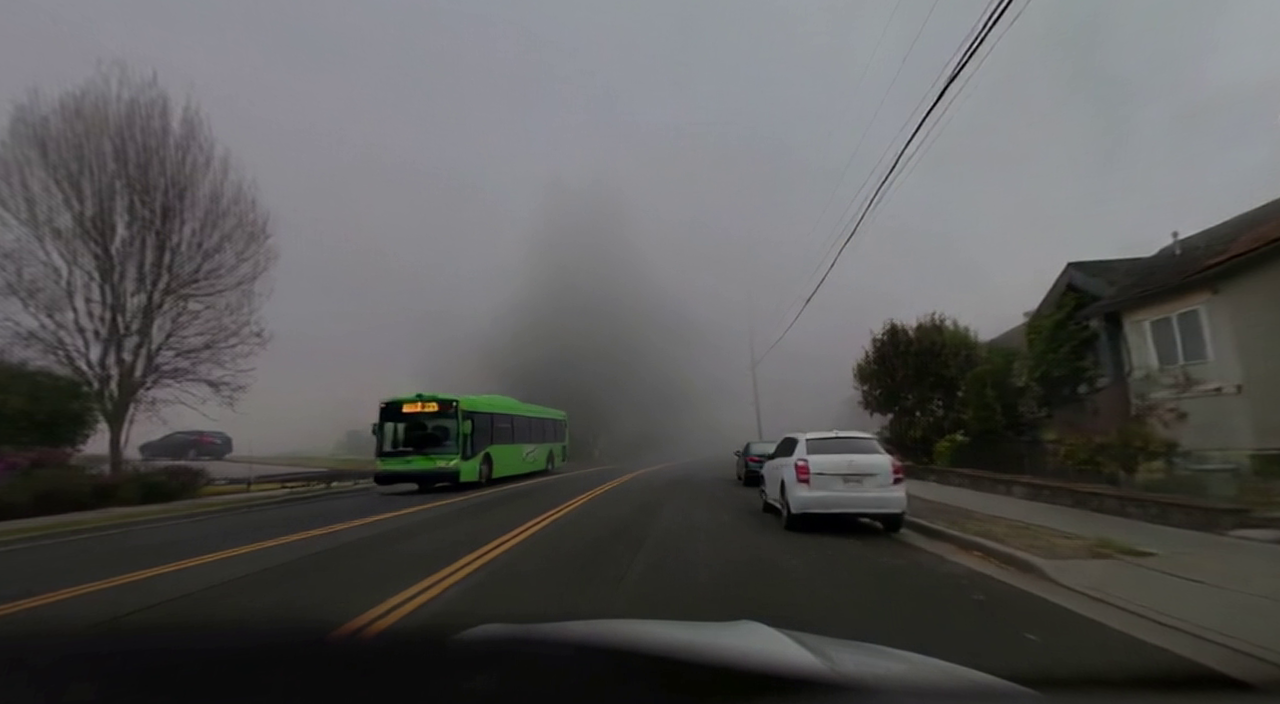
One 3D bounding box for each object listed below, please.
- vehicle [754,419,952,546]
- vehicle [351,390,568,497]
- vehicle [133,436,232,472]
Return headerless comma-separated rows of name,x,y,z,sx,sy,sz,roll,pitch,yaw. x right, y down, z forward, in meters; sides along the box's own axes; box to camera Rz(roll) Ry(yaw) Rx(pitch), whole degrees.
vehicle,3.089,1.974,10.158,1.984,1.601,3.994,-1,-9,3
vehicle,-6.176,3.711,25.500,3.577,3.168,13.108,-1,-9,7
vehicle,-24.087,5.379,33.488,2.006,1.766,4.685,1,-9,-5
